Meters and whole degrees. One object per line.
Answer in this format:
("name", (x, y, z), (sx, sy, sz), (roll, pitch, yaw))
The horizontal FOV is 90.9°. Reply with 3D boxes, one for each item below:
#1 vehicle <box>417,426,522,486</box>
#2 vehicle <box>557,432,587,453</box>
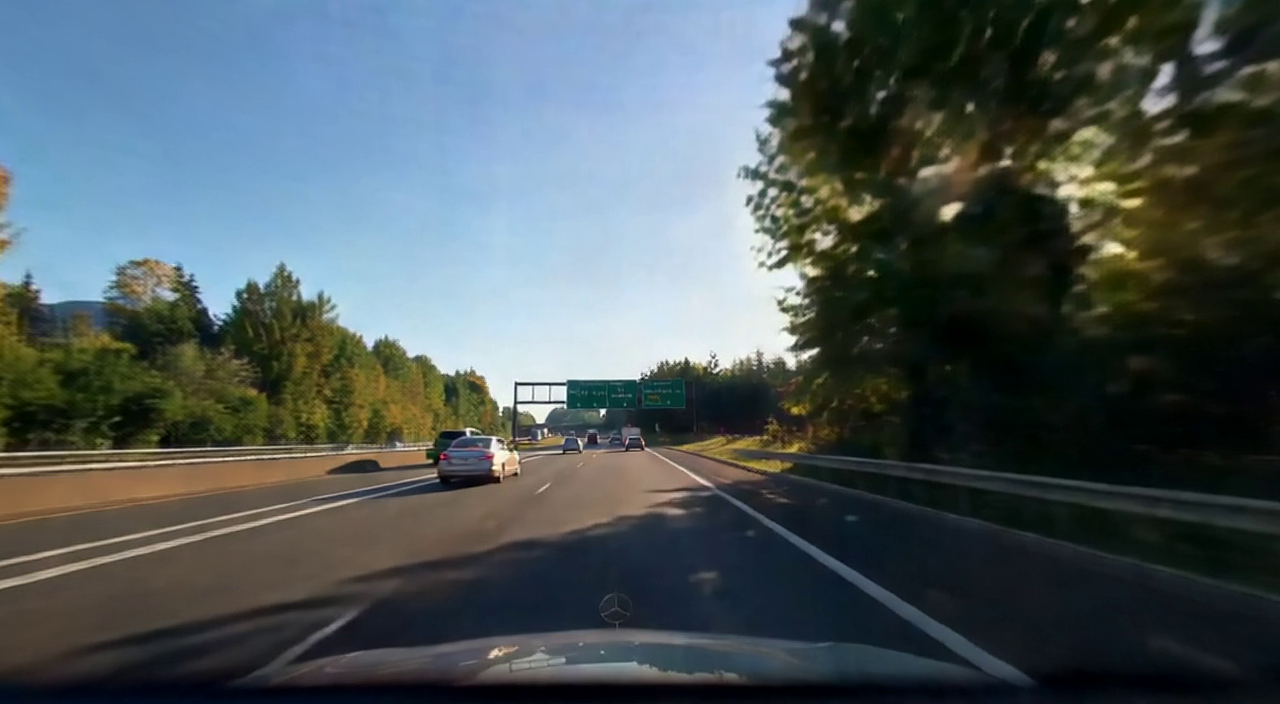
("vehicle", (-4.684, 2.902, 17.892), (1.959, 1.514, 3.668), (0, -8, 0))
("vehicle", (-5.266, 7.073, 49.229), (1.972, 1.537, 4.173), (0, -8, -2))
